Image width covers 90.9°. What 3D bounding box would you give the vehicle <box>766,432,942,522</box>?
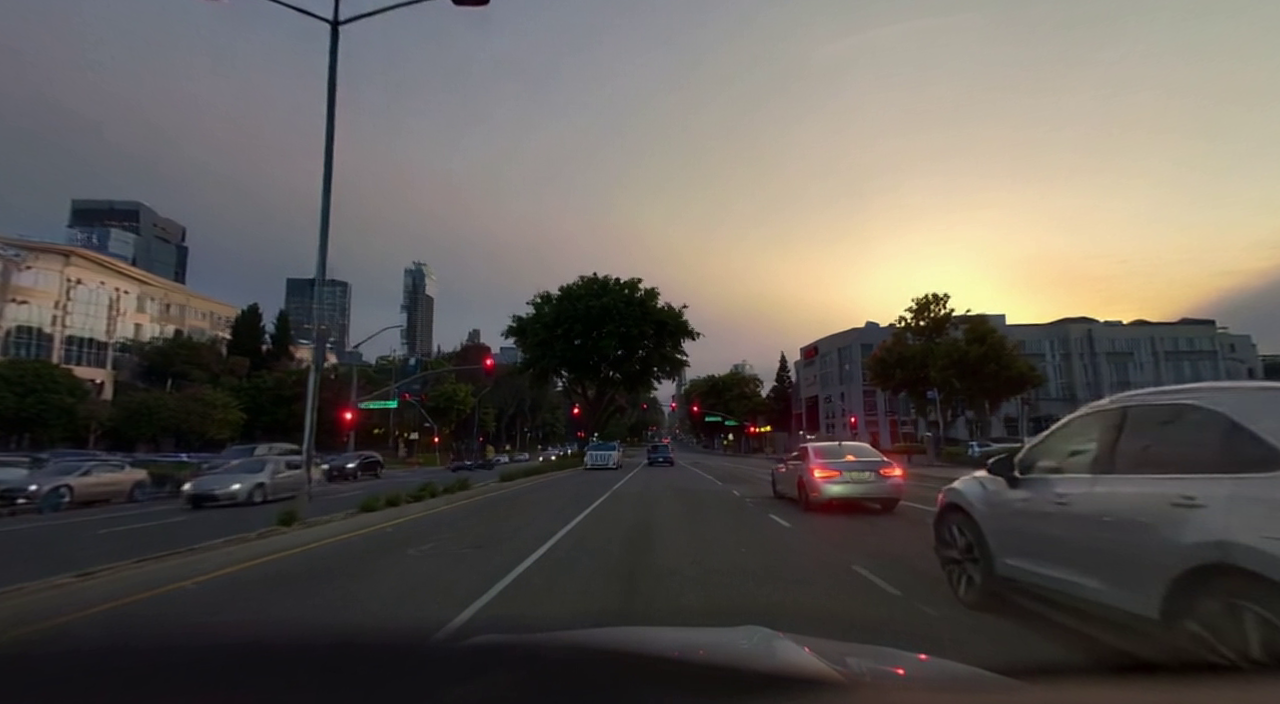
[{"bbox_3d":[4.159,2.516,13.298,2.109,1.510,4.927,-1,-8,2],"label":"vehicle"}]

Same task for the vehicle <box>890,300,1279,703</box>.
[{"bbox_3d":[3.445,0.887,3.363,2.282,1.797,4.924,-1,-8,2],"label":"vehicle"}]

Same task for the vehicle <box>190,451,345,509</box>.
[{"bbox_3d":[-10.709,3.674,18.582,1.884,1.456,4.356,0,-8,0],"label":"vehicle"}]

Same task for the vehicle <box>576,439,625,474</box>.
[{"bbox_3d":[-1.972,5.394,32.826,2.057,1.678,4.639,-1,-8,3],"label":"vehicle"}]

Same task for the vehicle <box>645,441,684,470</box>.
[{"bbox_3d":[1.374,5.768,35.236,2.059,1.477,3.988,-1,-8,2],"label":"vehicle"}]

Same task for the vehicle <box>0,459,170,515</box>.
[{"bbox_3d":[-17.476,4.181,19.978,1.804,1.437,4.560,0,-8,-3],"label":"vehicle"}]
